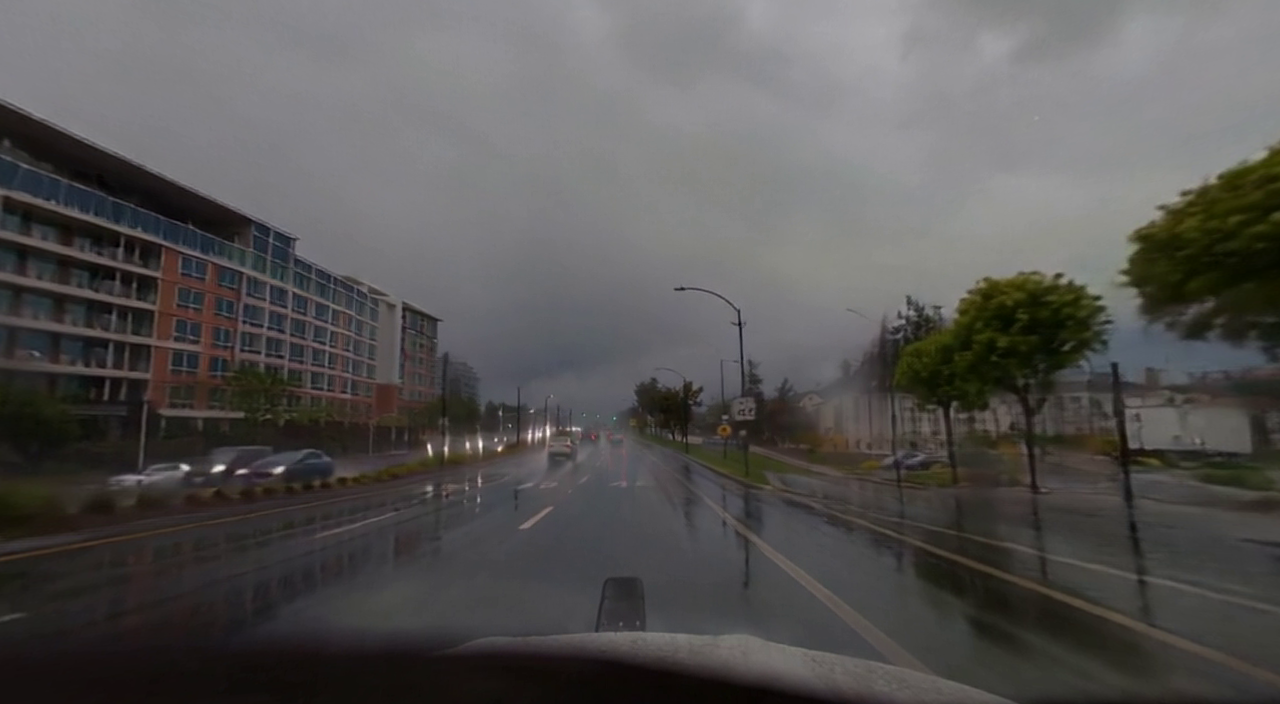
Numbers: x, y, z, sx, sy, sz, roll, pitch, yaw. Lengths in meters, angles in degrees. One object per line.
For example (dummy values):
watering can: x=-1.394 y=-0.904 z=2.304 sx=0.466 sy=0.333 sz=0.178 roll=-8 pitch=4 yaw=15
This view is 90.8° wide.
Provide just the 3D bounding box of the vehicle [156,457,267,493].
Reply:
vehicle: x=-19.423 y=5.585 z=28.933 sx=1.976 sy=1.415 sz=4.341 roll=0 pitch=-8 yaw=1

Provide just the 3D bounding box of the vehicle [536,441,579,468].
vehicle: x=-4.755 y=5.982 z=37.140 sx=2.025 sy=1.474 sz=4.292 roll=0 pitch=-8 yaw=-1

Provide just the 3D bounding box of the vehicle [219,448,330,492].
vehicle: x=-15.805 y=5.101 z=27.672 sx=1.990 sy=1.739 sz=4.544 roll=-1 pitch=-8 yaw=2
